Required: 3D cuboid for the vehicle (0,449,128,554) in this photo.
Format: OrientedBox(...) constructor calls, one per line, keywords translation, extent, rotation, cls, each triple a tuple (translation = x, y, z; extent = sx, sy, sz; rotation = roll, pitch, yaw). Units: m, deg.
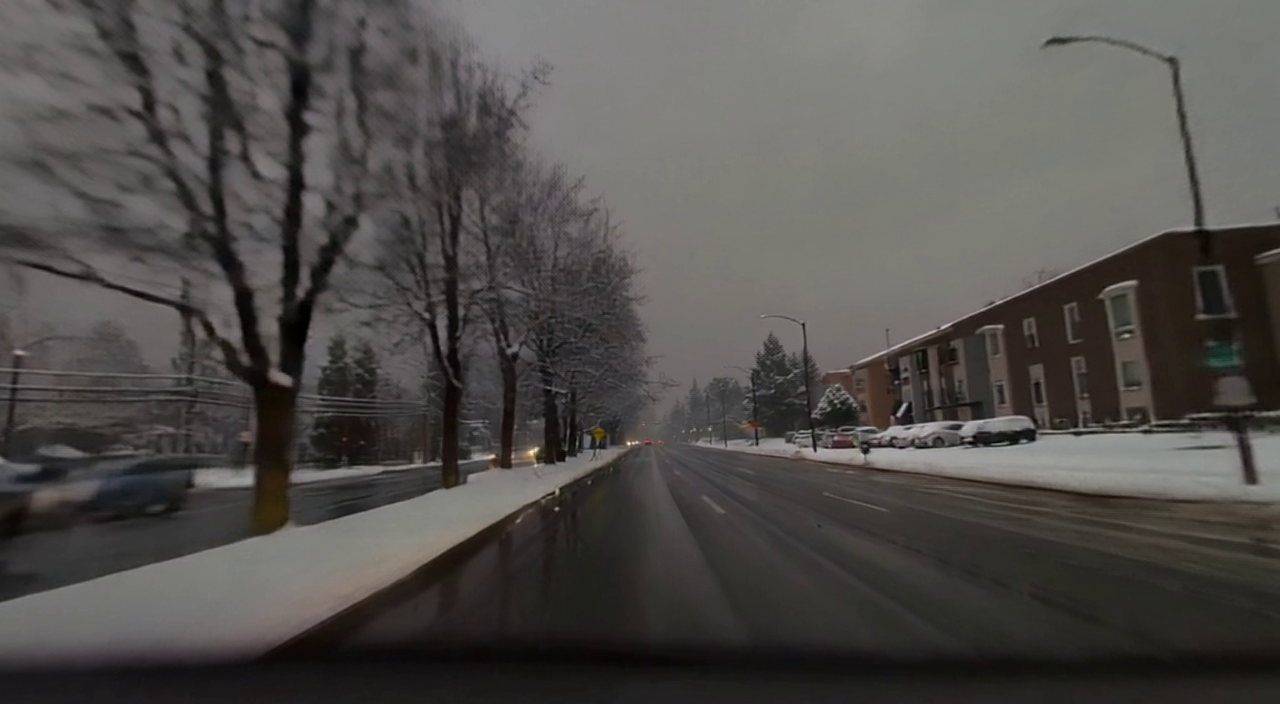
OrientedBox(translation=(-10.023, 2.083, 8.687), extent=(1.942, 1.468, 4.708), rotation=(0, -9, 1), cls="vehicle")
